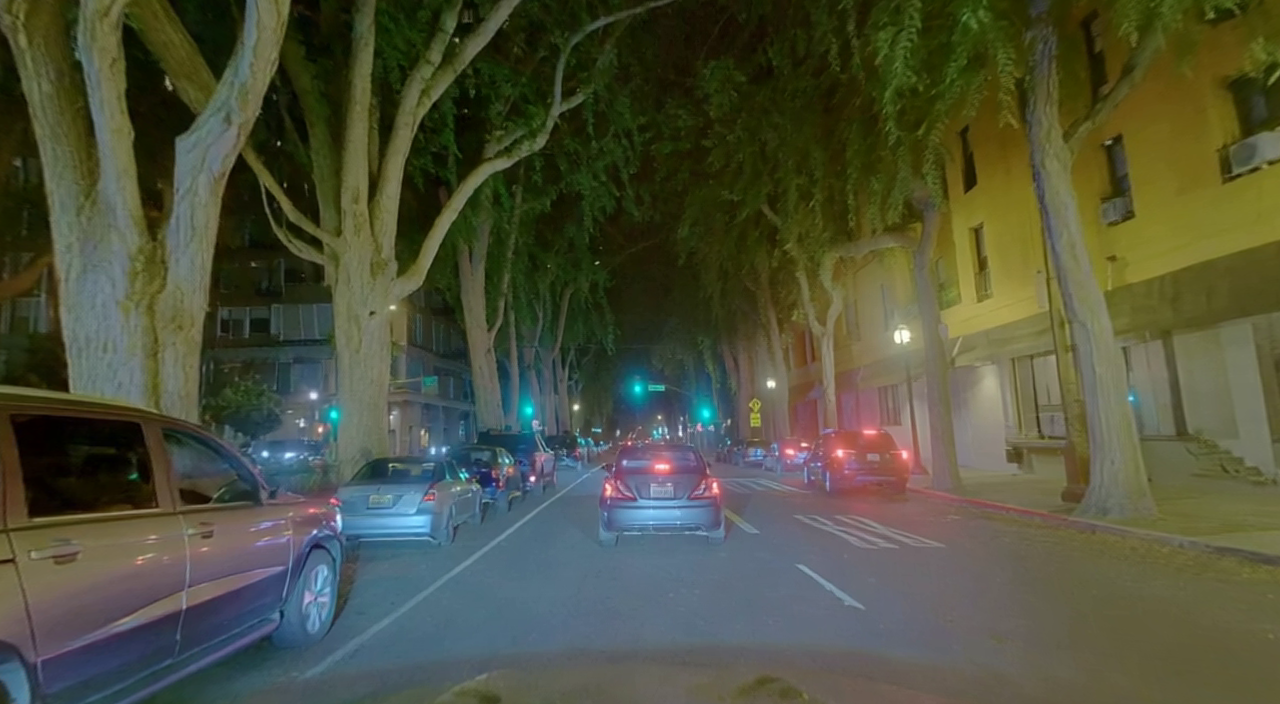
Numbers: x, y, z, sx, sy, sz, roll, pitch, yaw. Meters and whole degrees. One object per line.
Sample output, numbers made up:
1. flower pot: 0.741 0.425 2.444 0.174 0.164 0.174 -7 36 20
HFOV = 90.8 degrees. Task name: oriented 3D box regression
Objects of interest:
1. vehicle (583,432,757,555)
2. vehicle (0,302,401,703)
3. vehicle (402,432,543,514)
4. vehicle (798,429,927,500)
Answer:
1. vehicle: 0.270 1.991 9.574 2.095 1.438 3.843 0 -9 -3
2. vehicle: -3.269 0.932 3.398 2.152 1.802 4.628 0 -9 0
3. vehicle: -3.508 2.616 14.204 1.901 1.522 4.556 0 -9 0
4. vehicle: 6.335 3.251 18.661 2.025 1.808 4.579 0 -9 -2
